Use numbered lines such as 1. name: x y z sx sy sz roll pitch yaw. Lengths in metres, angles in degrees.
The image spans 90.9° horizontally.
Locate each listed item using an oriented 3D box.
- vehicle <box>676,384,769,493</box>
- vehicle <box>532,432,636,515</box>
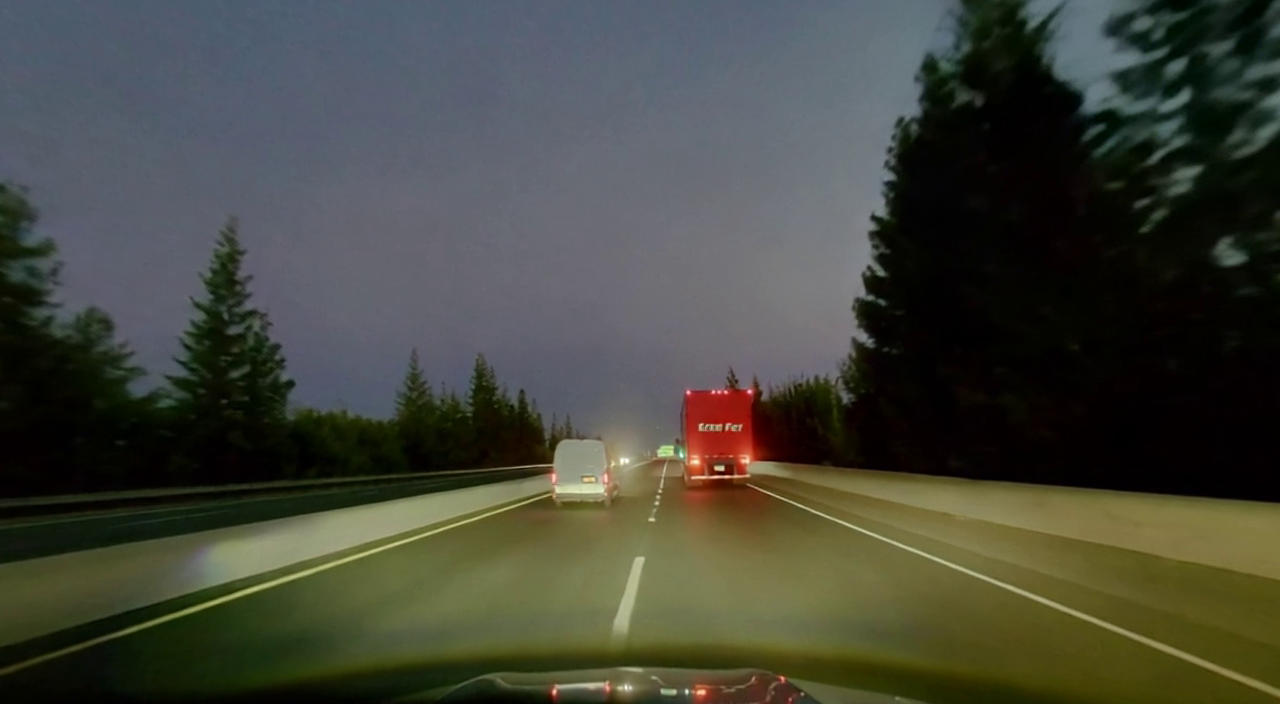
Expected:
1. vehicle: 3.388 4.173 29.568 3.030 3.985 12.707 0 -9 2
2. vehicle: -1.297 3.119 16.561 2.105 1.865 4.102 -1 -9 4
